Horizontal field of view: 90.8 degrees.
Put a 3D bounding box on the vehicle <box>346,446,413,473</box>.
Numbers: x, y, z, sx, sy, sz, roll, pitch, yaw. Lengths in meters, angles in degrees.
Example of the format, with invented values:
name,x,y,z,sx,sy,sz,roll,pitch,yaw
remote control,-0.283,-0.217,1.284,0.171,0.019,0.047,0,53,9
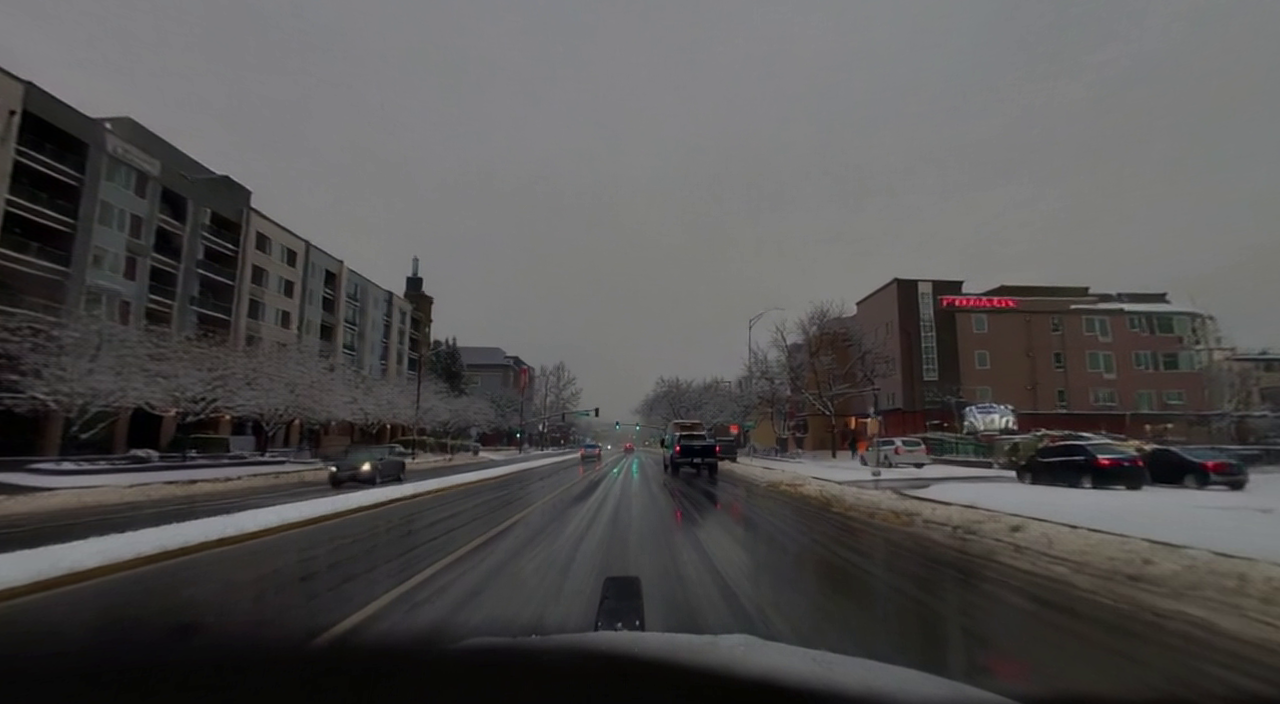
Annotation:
name,x,y,z,sx,sy,sz,roll,pitch,yaw
vehicle,-15.415,6.365,37.647,2.019,1.471,4.513,0,-9,0

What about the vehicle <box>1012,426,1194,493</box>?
name,x,y,z,sx,sy,sz,roll,pitch,yaw
vehicle,14.218,3.365,19.916,2.019,1.819,4.909,0,-9,1

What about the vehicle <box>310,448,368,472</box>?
name,x,y,z,sx,sy,sz,roll,pitch,yaw
vehicle,-20.645,7.400,43.534,1.843,1.551,4.221,0,-9,1

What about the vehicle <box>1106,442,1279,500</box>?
name,x,y,z,sx,sy,sz,roll,pitch,yaw
vehicle,17.125,3.583,19.586,1.933,1.463,4.205,-2,-8,-3

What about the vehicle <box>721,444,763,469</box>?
name,x,y,z,sx,sy,sz,roll,pitch,yaw
vehicle,6.289,6.508,39.483,1.795,1.459,4.333,0,-9,-2

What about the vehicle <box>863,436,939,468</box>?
name,x,y,z,sx,sy,sz,roll,pitch,yaw
vehicle,14.418,5.549,35.194,1.975,1.648,4.451,1,-8,-5

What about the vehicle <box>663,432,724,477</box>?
name,x,y,z,sx,sy,sz,roll,pitch,yaw
vehicle,2.238,4.472,27.834,2.130,1.787,5.126,0,-9,-1
